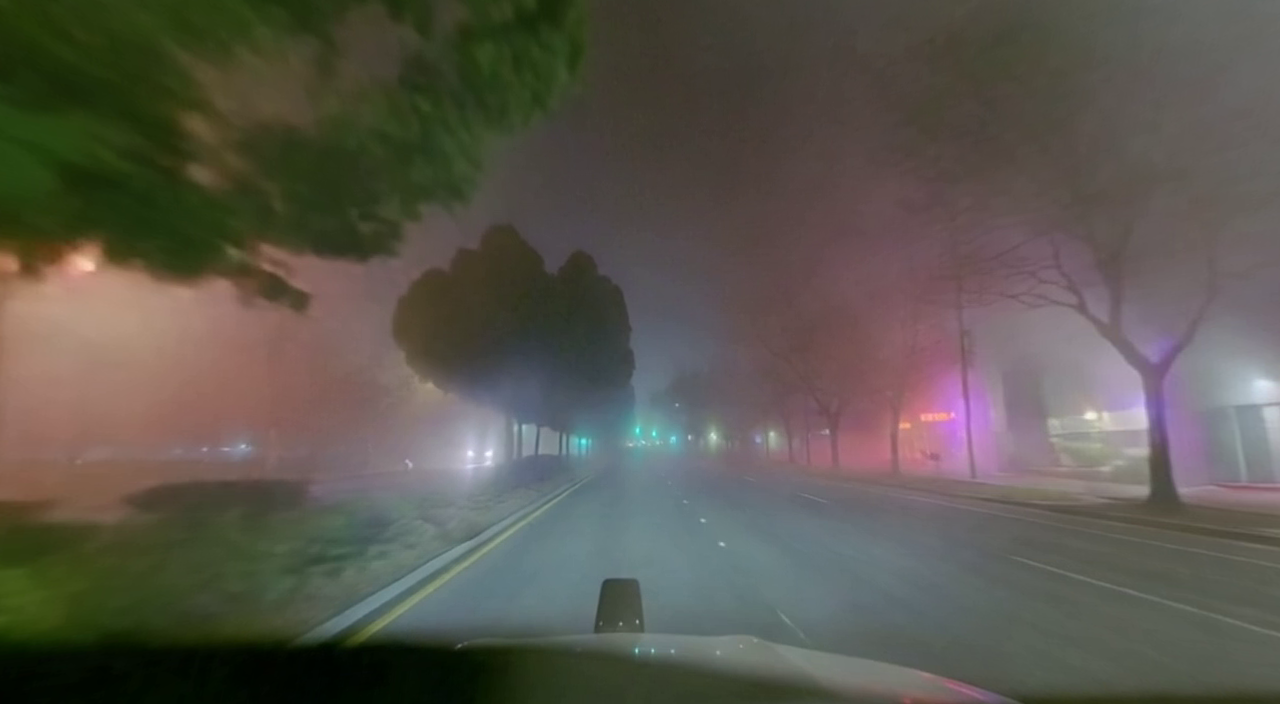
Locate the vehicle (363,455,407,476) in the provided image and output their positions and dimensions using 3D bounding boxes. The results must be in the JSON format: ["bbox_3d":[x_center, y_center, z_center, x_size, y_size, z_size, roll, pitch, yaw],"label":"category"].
[{"bbox_3d":[-19.846,8.810,49.329,1.855,1.498,3.587,0,-8,1],"label":"vehicle"}]
